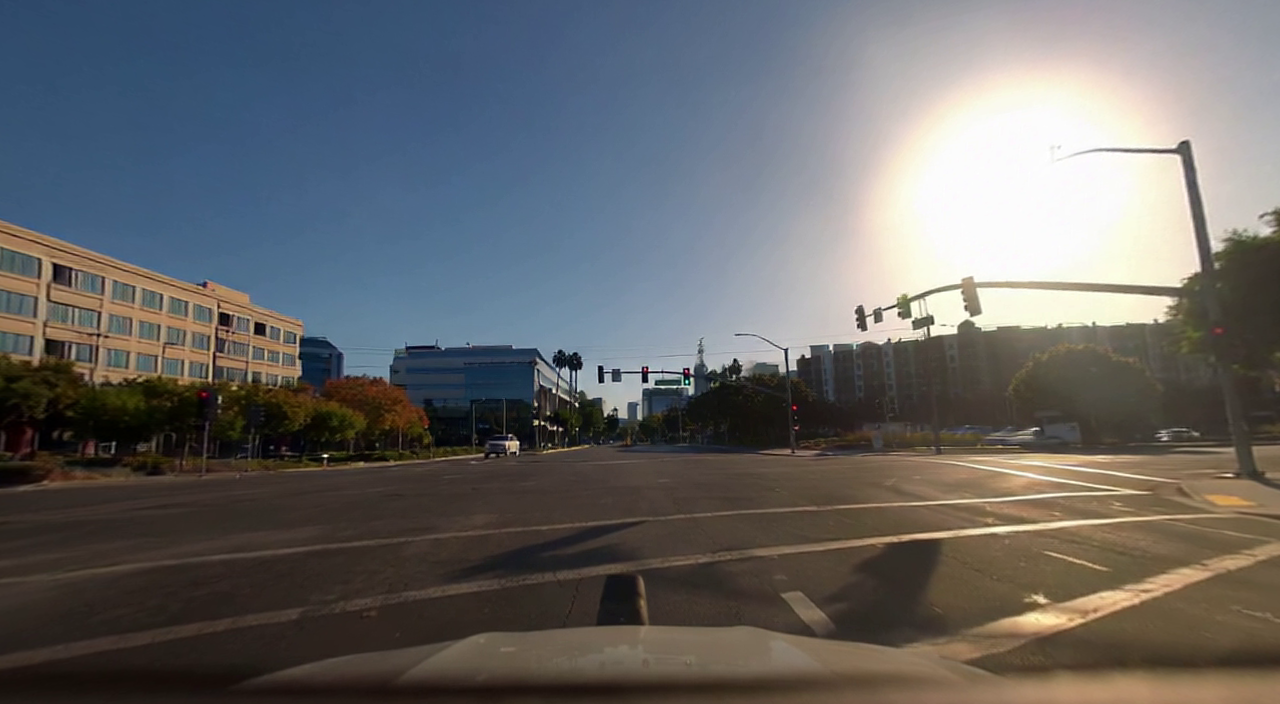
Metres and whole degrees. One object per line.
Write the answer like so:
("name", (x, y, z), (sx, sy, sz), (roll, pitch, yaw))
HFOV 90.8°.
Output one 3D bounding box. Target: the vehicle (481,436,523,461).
("vehicle", (-9.727, 6.826, 44.861), (1.988, 1.692, 4.412), (0, -8, 0))
